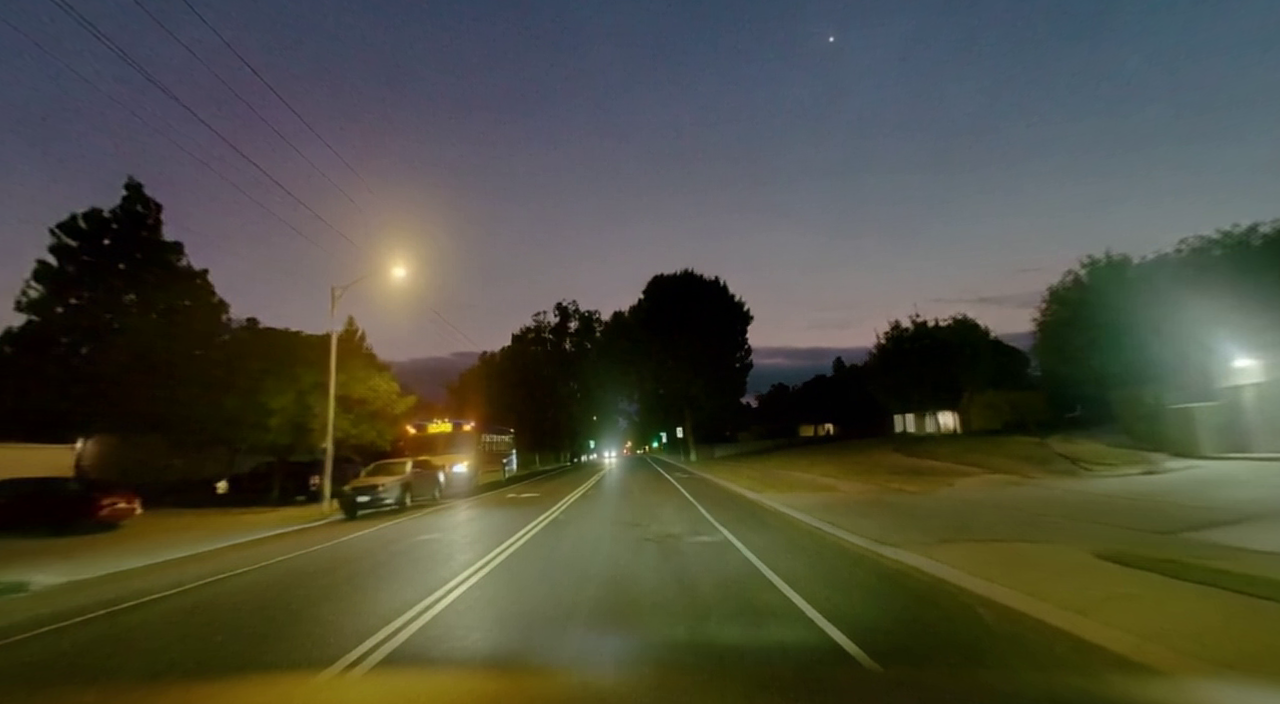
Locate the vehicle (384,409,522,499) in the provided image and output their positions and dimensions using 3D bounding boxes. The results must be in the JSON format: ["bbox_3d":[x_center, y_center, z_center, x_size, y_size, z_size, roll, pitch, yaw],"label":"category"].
[{"bbox_3d":[-6.676,3.820,23.900,2.835,2.876,7.091,0,-9,2],"label":"vehicle"}]

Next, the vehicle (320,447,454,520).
[{"bbox_3d":[-6.802,3.530,17.608,2.023,1.721,4.418,0,-9,-2],"label":"vehicle"}]

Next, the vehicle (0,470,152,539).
[{"bbox_3d":[-14.579,3.617,15.325,4.296,1.420,1.874,-2,-9,12],"label":"vehicle"}]
